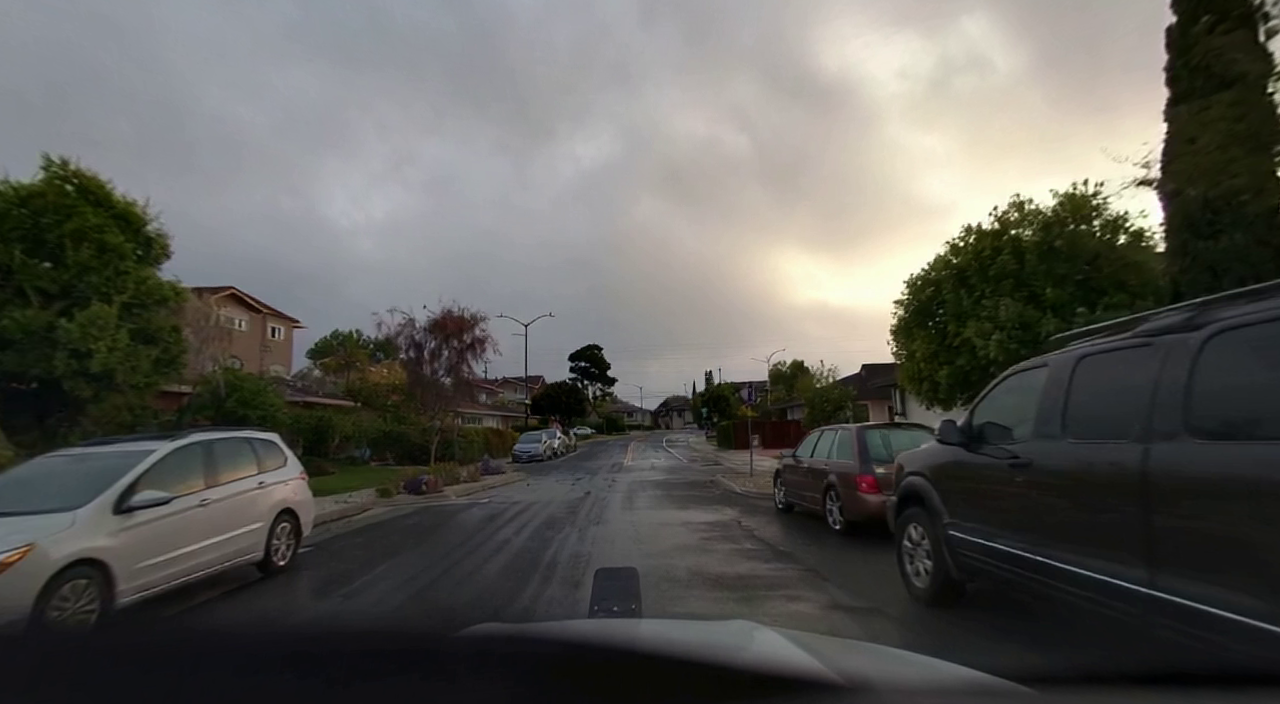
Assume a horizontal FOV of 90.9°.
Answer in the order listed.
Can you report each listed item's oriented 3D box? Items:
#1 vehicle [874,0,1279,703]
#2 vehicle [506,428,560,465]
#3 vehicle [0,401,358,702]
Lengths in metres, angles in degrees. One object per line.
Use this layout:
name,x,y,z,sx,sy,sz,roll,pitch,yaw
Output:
vehicle,3.573,0.302,3.127,2.541,3.000,5.932,0,-8,1
vehicle,-5.609,4.985,33.425,2.147,1.780,4.165,0,-8,0
vehicle,-4.343,1.300,5.211,2.034,1.552,4.285,0,-8,0
